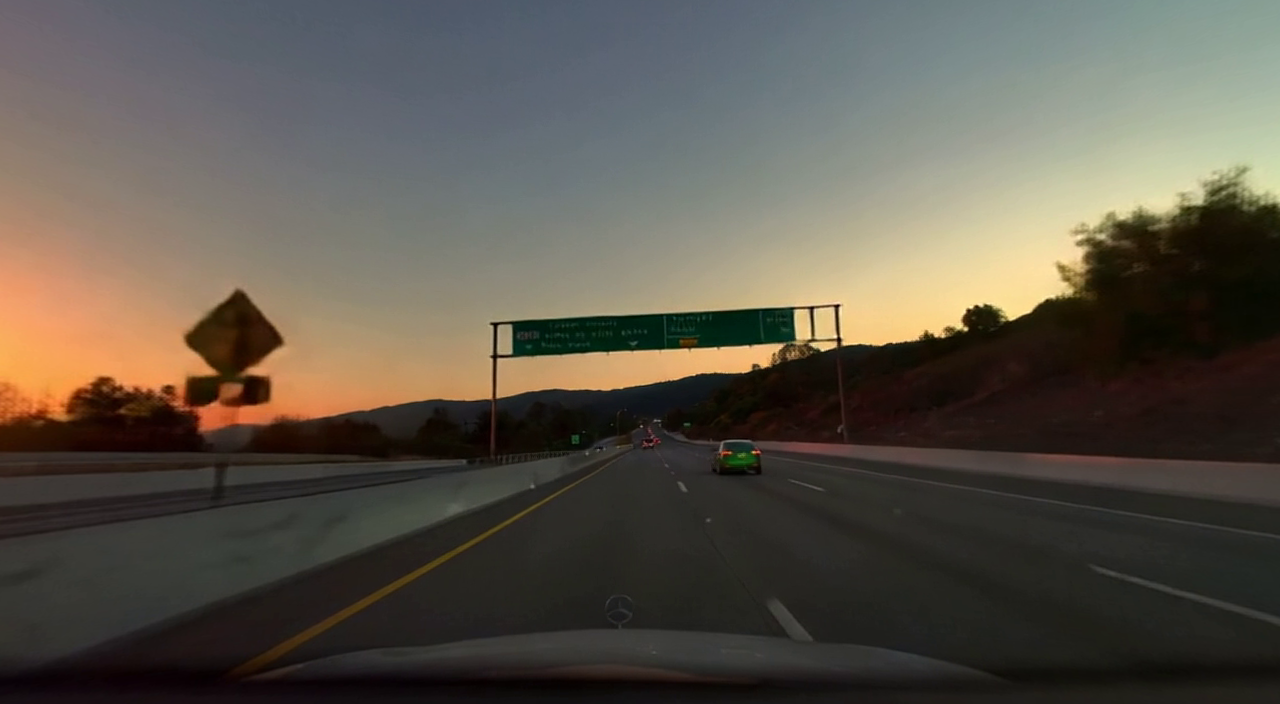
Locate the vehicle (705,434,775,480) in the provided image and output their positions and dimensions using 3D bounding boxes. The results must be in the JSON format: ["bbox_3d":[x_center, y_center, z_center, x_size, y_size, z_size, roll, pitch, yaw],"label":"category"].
[{"bbox_3d":[3.535,3.800,23.161,1.874,1.506,4.116,0,-8,0],"label":"vehicle"}]
